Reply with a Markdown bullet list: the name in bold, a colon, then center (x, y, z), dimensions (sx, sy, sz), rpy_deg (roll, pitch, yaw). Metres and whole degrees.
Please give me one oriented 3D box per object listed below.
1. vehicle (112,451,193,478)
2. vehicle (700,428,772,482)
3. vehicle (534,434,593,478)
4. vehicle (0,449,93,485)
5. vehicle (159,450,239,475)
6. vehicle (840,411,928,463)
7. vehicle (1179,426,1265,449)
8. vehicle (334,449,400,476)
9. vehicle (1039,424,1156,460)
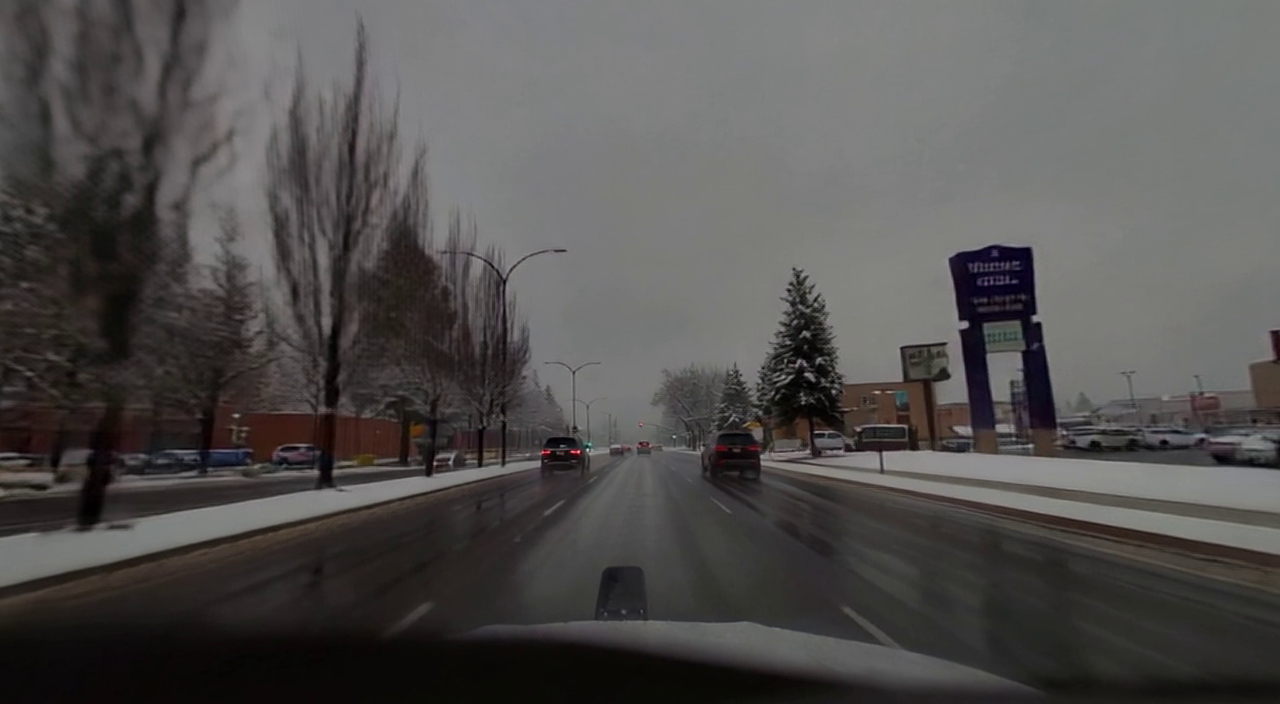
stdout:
- **vehicle**: center (-35.957, 8.275, 46.482), dimensions (2.037, 1.759, 4.920), rpy_deg (0, -8, 0)
- **vehicle**: center (3.630, 4.007, 24.650), dimensions (2.024, 1.921, 4.431), rpy_deg (0, -8, -1)
- **vehicle**: center (-3.263, 4.523, 27.627), dimensions (2.014, 1.775, 4.404), rpy_deg (0, -8, 1)
- **vehicle**: center (-33.544, 6.249, 34.403), dimensions (2.099, 1.792, 5.422), rpy_deg (0, -8, 1)
- **vehicle**: center (-32.810, 8.195, 46.897), dimensions (2.067, 1.643, 4.998), rpy_deg (-1, -8, 4)
- **vehicle**: center (16.261, 5.855, 42.488), dimensions (2.919, 3.125, 7.218), rpy_deg (2, -10, -1)
- **vehicle**: center (38.915, 5.726, 42.066), dimensions (3.796, 1.381, 1.757), rpy_deg (-3, -9, 5)
- **vehicle**: center (-15.573, 6.308, 36.018), dimensions (1.790, 1.430, 4.298), rpy_deg (0, -8, 1)
- **vehicle**: center (29.282, 5.798, 40.332), dimensions (5.686, 2.220, 2.112), rpy_deg (0, -9, 3)
